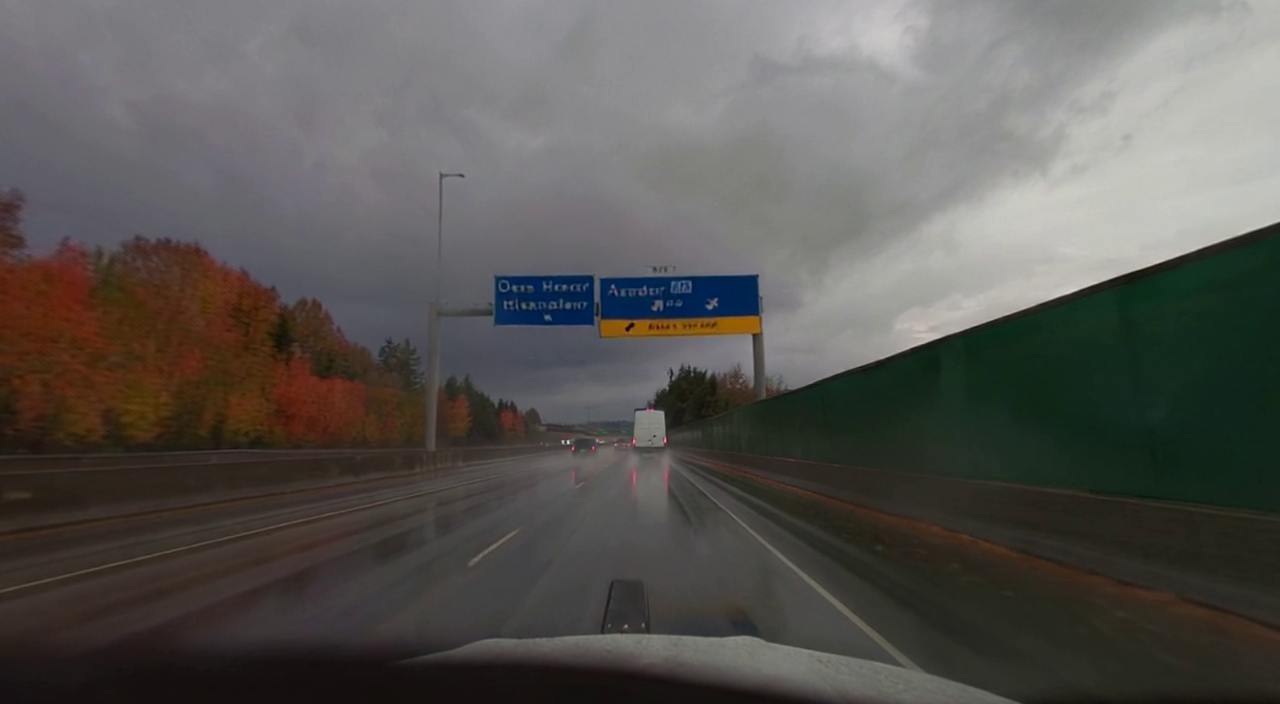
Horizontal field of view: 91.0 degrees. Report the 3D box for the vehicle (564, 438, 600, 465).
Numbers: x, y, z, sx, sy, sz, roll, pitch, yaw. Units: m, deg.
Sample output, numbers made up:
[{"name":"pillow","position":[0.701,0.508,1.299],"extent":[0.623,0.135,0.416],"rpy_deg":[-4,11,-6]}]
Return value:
[{"name":"vehicle","position":[-3.536,6.186,39.209],"extent":[1.927,1.556,3.921],"rpy_deg":[0,-8,-1]}]
